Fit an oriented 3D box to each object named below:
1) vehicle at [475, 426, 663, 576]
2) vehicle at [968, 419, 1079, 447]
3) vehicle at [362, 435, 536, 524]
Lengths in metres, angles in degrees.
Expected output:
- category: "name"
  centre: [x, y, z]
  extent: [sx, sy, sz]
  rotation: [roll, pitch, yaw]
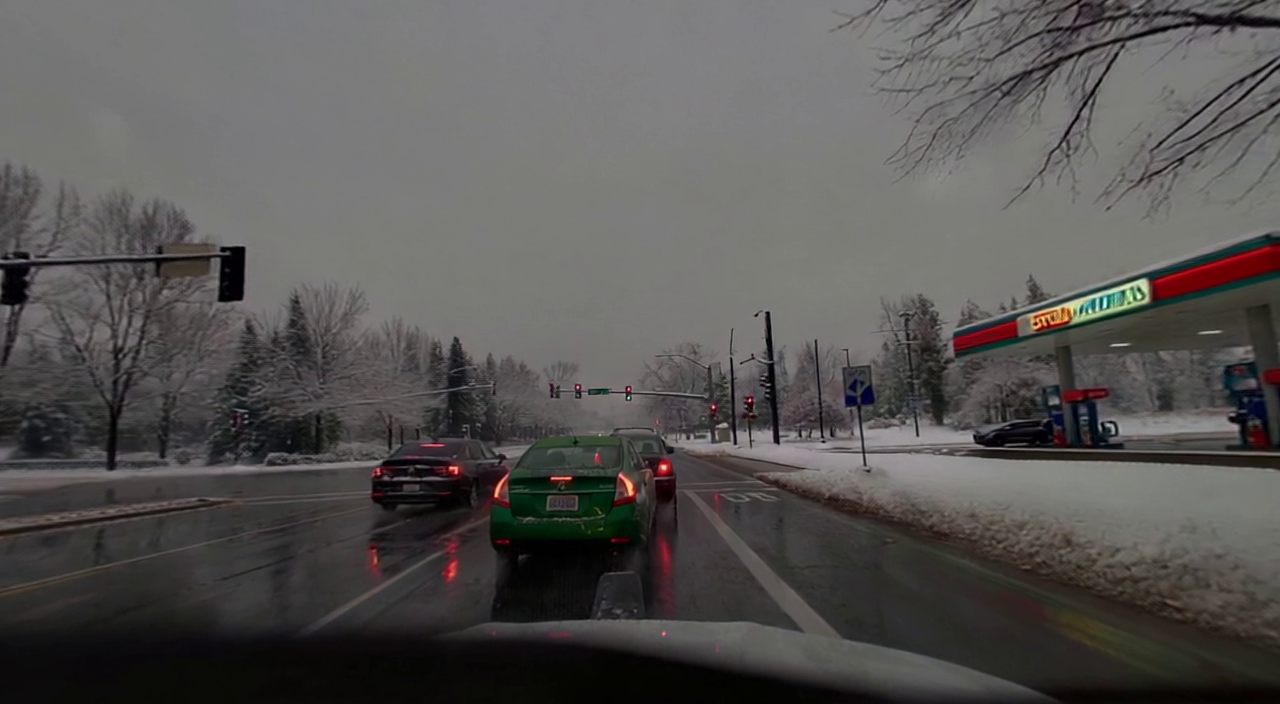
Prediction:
- category: "vehicle"
  centre: [-0.650, 1.857, 8.738]
  extent: [1.916, 1.510, 4.447]
  rotation: [0, -8, 2]
- category: "vehicle"
  centre: [21.412, 4.554, 35.408]
  extent: [4.874, 1.502, 2.048]
  rotation: [0, -8, 0]
- category: "vehicle"
  centre: [-3.689, 2.552, 13.275]
  extent: [1.995, 1.506, 4.773]
  rotation: [0, -8, 2]
